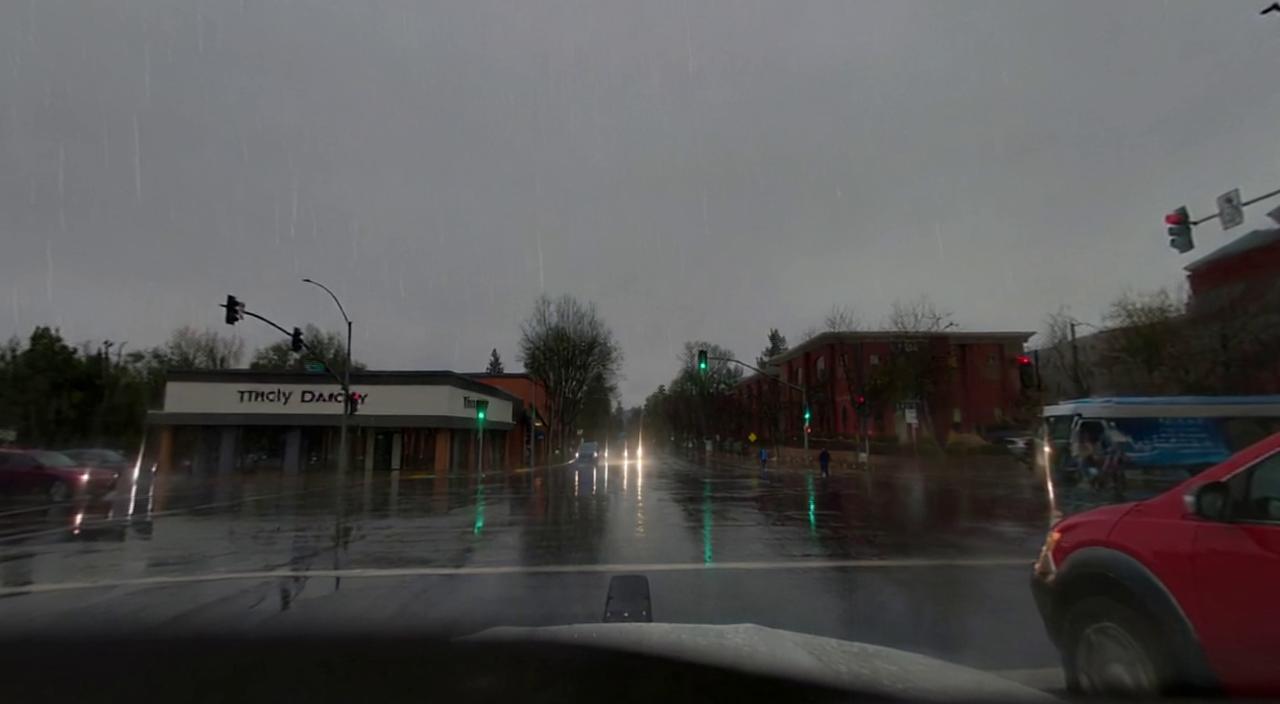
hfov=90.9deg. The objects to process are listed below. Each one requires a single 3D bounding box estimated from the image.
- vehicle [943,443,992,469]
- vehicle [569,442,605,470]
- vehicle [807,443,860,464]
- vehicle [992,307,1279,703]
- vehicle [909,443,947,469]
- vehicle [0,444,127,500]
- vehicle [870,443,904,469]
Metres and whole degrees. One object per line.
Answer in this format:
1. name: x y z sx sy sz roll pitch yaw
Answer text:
1. vehicle: 20.485 6.490 39.628 2.066 1.488 4.158 -3 -9 19
2. vehicle: -3.301 6.562 39.836 1.961 1.658 4.064 0 -8 0
3. vehicle: 14.984 7.879 49.080 1.924 1.579 4.084 3 -9 -18
4. vehicle: 2.880 0.598 0.878 2.048 1.725 4.754 0 -8 1
5. vehicle: 18.188 6.539 39.926 1.791 1.520 3.649 -3 -9 19
6. vehicle: -18.061 3.435 18.282 4.686 1.500 1.935 0 -8 2
7. vehicle: 15.833 6.620 40.378 1.875 1.543 3.853 -3 -9 22
